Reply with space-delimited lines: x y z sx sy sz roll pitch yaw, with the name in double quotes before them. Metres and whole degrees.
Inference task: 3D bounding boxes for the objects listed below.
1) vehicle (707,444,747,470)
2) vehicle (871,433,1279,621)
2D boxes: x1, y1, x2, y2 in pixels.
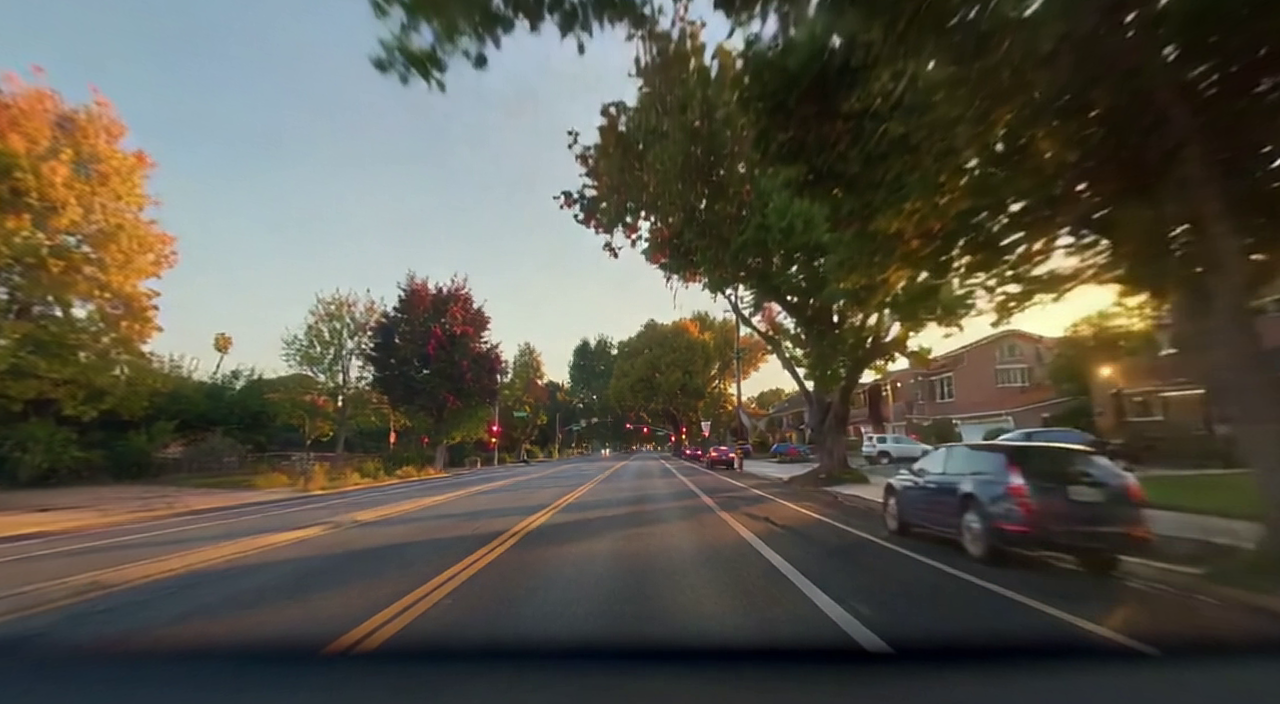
"vehicle" 5.369 6.536 39.436 1.955 1.549 4.129 0 -8 0
"vehicle" 4.812 1.780 7.609 2.021 1.491 4.906 1 -8 -2
